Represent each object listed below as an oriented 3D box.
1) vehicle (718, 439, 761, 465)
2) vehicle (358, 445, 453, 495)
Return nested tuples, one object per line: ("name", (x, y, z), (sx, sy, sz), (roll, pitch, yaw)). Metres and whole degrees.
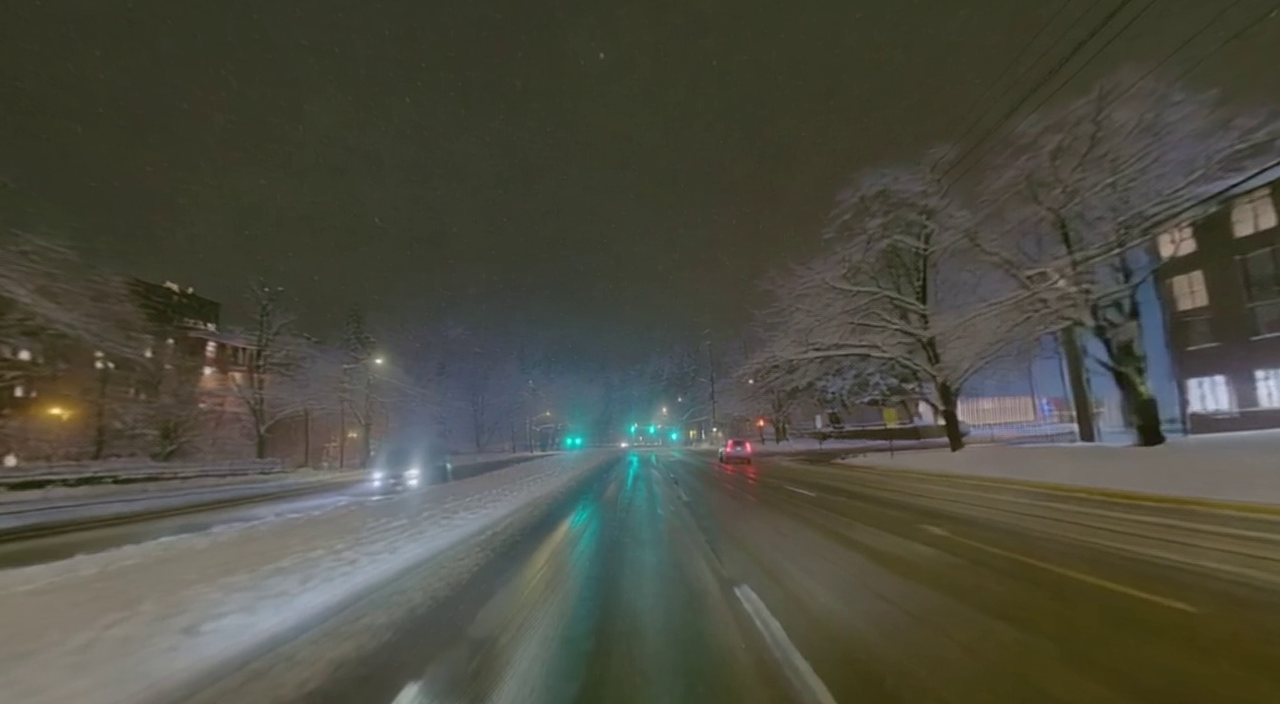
("vehicle", (5.909, 5.988, 37.807), (1.908, 1.476, 3.880), (0, -9, 0))
("vehicle", (-9.435, 4.752, 25.780), (2.041, 1.829, 4.797), (-1, -9, 0))
